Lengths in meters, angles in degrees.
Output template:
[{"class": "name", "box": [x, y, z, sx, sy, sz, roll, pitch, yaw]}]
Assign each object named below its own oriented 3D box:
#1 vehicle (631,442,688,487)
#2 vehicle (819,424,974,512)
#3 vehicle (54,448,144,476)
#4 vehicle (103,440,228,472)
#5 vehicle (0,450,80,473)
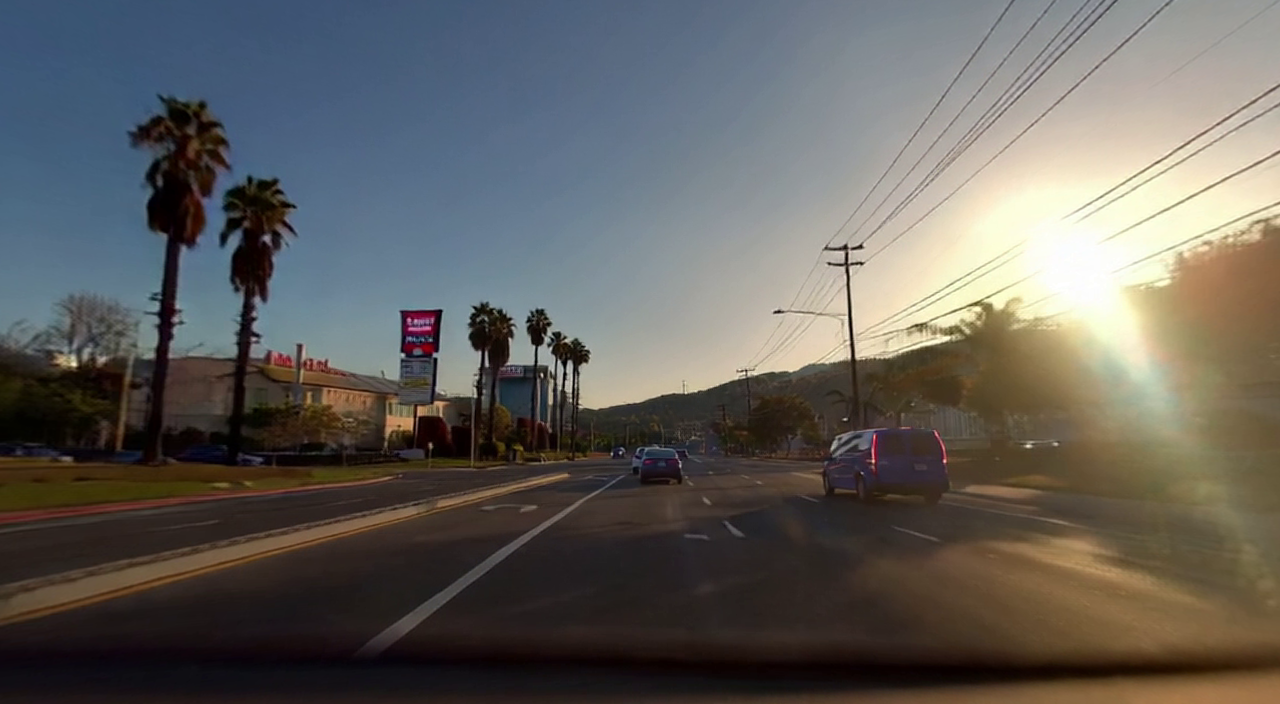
[{"class": "vehicle", "box": [0.795, 4.585, 25.894, 2.138, 1.672, 4.168, 0, -9, 2]}, {"class": "vehicle", "box": [6.356, 2.926, 16.286, 2.107, 1.928, 4.471, 0, -9, 0]}, {"class": "vehicle", "box": [-37.120, 7.527, 43.382, 1.861, 1.516, 4.647, -4, -7, 6]}, {"class": "vehicle", "box": [-24.118, 5.286, 32.123, 4.942, 1.557, 2.032, -1, -9, 7]}, {"class": "vehicle", "box": [-42.654, 7.733, 44.618, 1.778, 1.486, 4.139, -1, -9, 9]}]
